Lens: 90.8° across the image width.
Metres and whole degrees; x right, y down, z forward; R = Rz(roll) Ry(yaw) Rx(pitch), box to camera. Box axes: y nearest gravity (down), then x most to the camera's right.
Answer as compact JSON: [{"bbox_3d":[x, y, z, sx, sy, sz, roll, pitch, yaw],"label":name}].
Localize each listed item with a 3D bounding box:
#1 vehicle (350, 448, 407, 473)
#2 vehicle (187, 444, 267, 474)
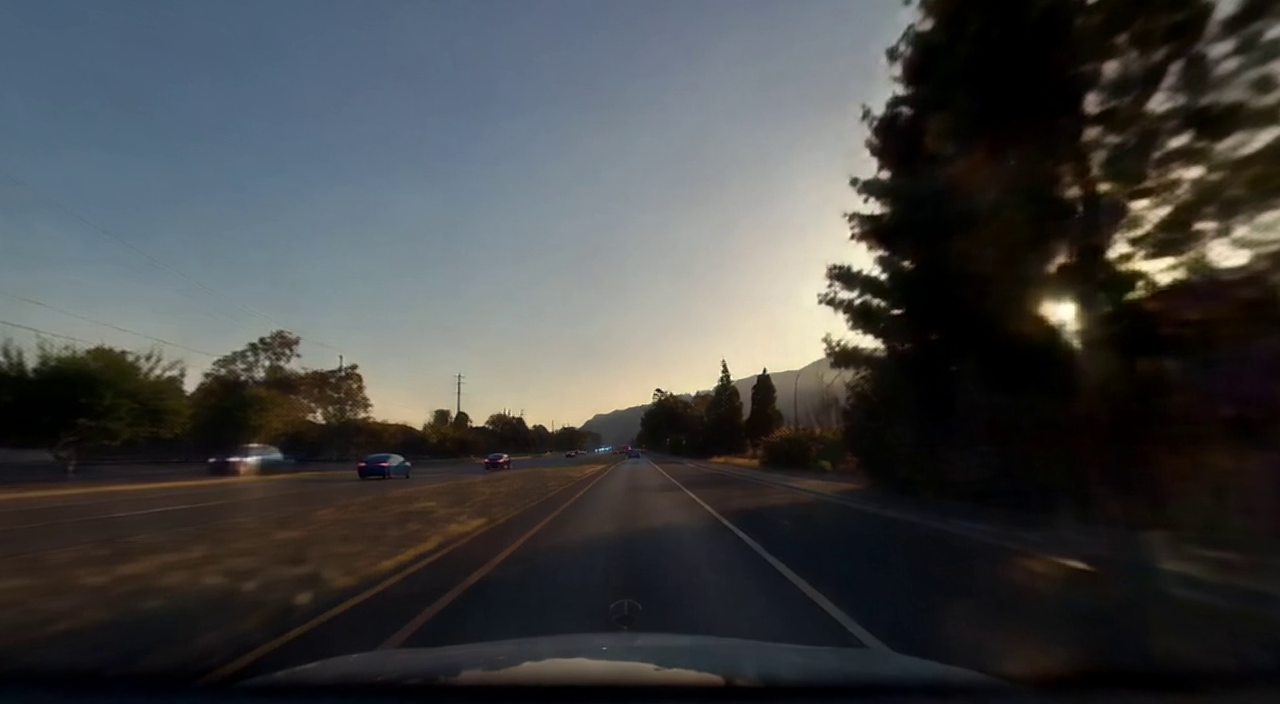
[{"bbox_3d":[-17.015,7.070,41.196,1.955,1.533,4.097,0,-9,0],"label":"vehicle"},{"bbox_3d":[-30.513,7.900,46.832,2.204,2.020,5.494,0,-9,0],"label":"vehicle"}]
